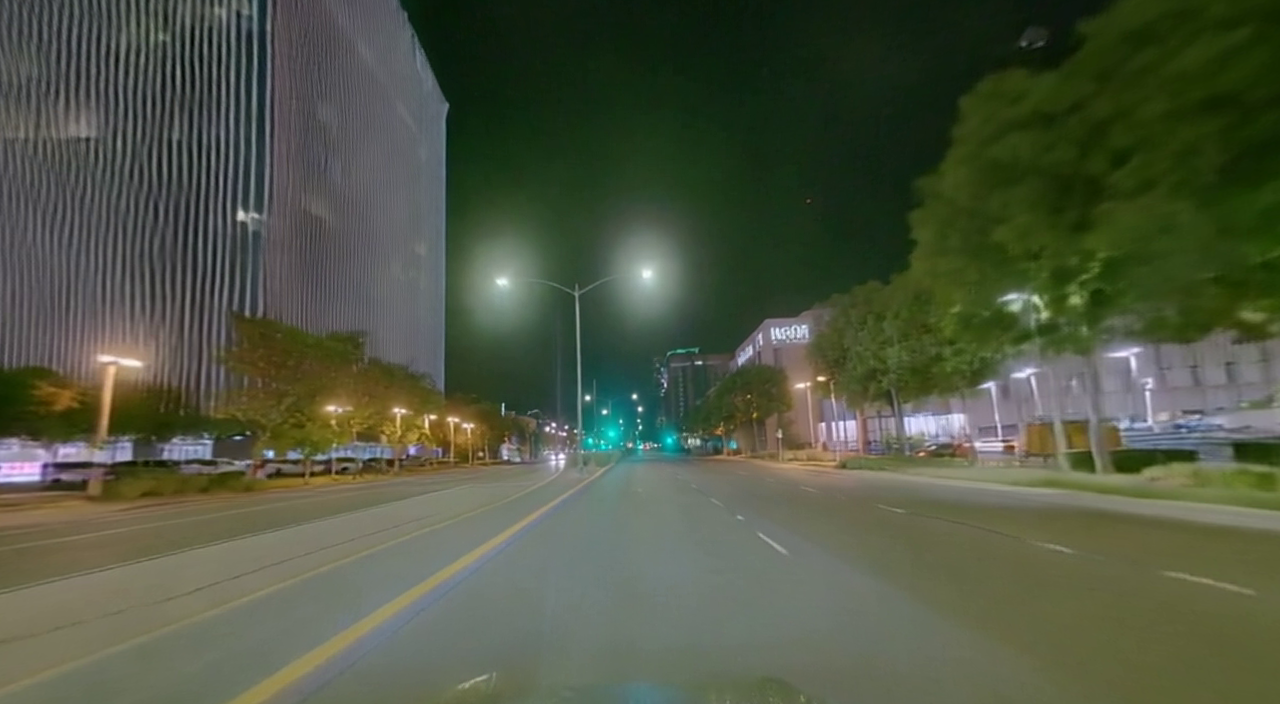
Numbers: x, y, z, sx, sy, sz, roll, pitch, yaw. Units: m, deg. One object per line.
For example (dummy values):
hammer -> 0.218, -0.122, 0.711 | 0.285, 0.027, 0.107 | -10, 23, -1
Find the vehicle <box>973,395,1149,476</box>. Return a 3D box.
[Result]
vehicle -> 19.427, 4.133, 30.057 | 2.630, 3.176, 8.459 | -2, -10, 2

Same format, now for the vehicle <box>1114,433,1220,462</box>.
vehicle -> 31.843, 5.816, 38.274 | 4.505, 1.450, 2.051 | -3, -10, -2

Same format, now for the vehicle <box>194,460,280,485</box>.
vehicle -> -27.538, 8.208, 43.292 | 4.633, 1.454, 1.909 | 7, -11, -41

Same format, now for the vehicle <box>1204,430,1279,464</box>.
vehicle -> 31.780, 4.858, 32.363 | 3.891, 1.708, 1.847 | 0, -9, -1

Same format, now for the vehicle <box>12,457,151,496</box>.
vehicle -> -27.717, 6.167, 31.621 | 4.879, 1.724, 2.086 | 6, -10, -34
